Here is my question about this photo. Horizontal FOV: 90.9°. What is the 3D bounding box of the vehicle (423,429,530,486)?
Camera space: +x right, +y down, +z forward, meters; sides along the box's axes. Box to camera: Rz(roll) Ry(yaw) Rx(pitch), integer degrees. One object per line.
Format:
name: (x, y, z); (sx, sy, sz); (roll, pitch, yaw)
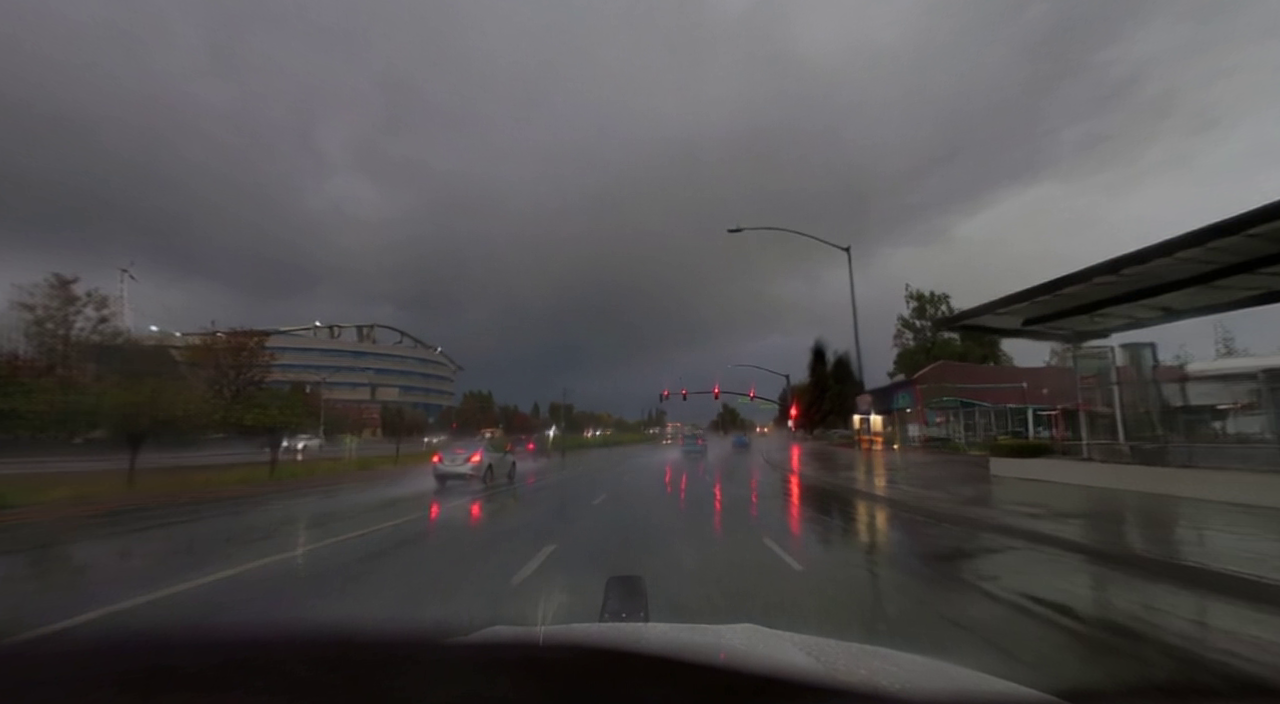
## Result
vehicle: (-5.479, 3.598, 21.814); (2.181, 1.728, 4.515); (-1, -8, 4)
